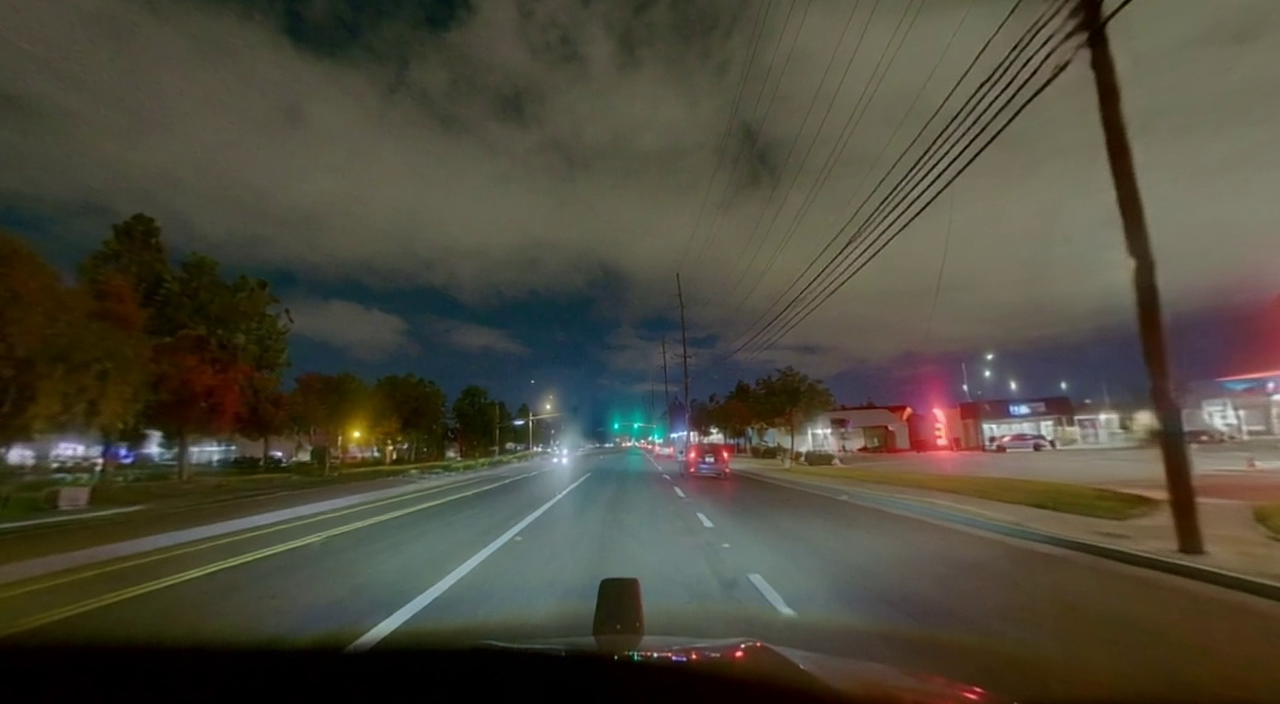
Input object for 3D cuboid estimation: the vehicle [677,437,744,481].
[{"bbox_3d":[2.514,3.926,23.403,1.975,1.497,3.647,0,-8,-1],"label":"vehicle"}]
